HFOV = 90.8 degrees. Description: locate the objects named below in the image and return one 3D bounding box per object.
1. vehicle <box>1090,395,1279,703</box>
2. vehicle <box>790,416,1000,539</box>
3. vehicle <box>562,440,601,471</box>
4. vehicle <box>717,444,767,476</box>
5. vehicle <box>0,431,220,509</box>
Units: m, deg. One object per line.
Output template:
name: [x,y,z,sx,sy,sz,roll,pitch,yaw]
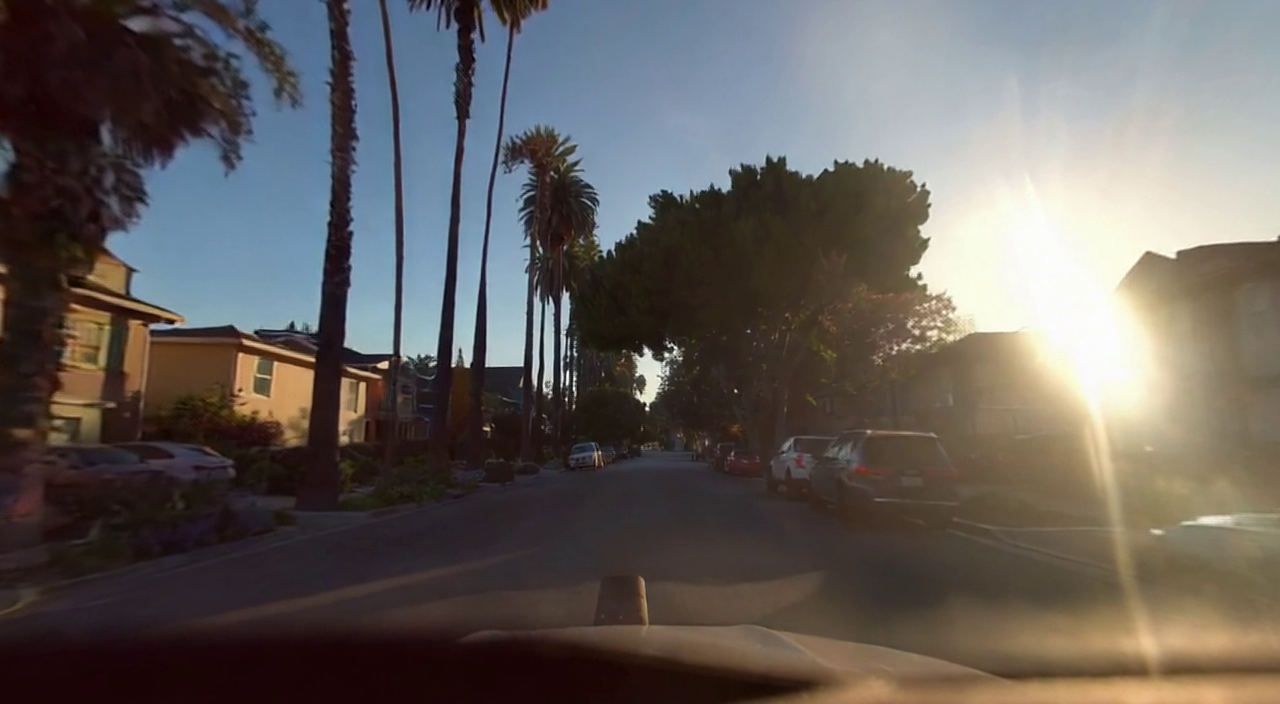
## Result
vehicle: [4.410,0.938,2.280,1.971,1.663,5.076,2,-9,2]
vehicle: [4.557,2.329,12.390,2.166,1.766,5.186,2,-9,3]
vehicle: [-3.894,7.007,42.943,2.149,1.877,5.082,-2,-9,-1]
vehicle: [5.425,5.778,34.097,2.056,1.464,4.493,2,-9,2]
vehicle: [-12.791,2.724,14.827,4.448,1.679,1.972,0,-9,2]
